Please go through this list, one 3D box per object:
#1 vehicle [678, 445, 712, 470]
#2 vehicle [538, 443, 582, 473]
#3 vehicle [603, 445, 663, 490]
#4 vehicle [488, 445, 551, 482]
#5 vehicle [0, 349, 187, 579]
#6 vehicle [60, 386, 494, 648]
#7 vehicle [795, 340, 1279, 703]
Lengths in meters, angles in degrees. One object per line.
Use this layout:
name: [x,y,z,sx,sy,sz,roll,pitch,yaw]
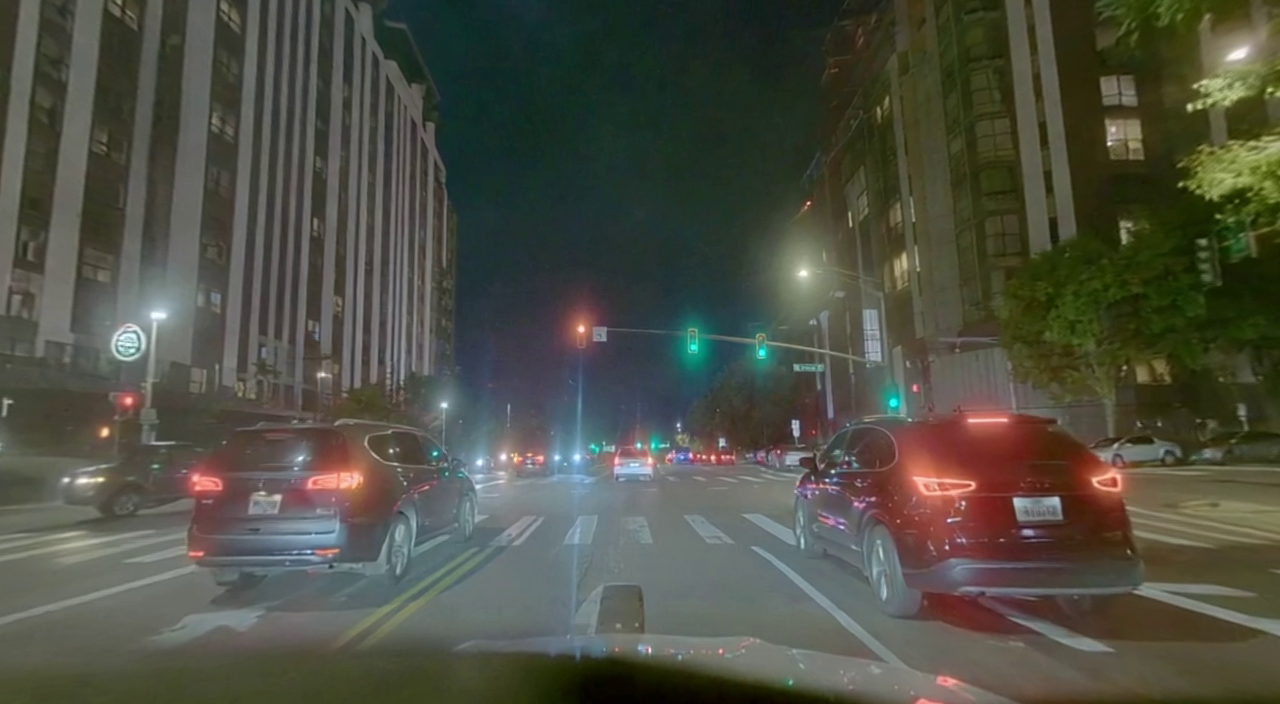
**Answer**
vehicle: [3.748,7.258,43.554,1.906,1.608,4.050,0,-8,-1]
vehicle: [-5.195,6.964,41.729,2.275,1.816,4.923,0,-8,0]
vehicle: [-0.265,4.270,23.708,2.059,1.492,4.033,0,-8,-1]
vehicle: [-5.684,5.329,30.375,2.062,1.532,4.830,-2,-9,0]
vehicle: [-10.964,0.763,3.438,3.115,2.627,13.908,-4,-9,25]
vehicle: [-3.157,1.520,6.936,2.031,1.873,4.581,0,-8,0]
vehicle: [3.002,1.202,5.180,2.129,1.844,4.767,0,-8,-1]
